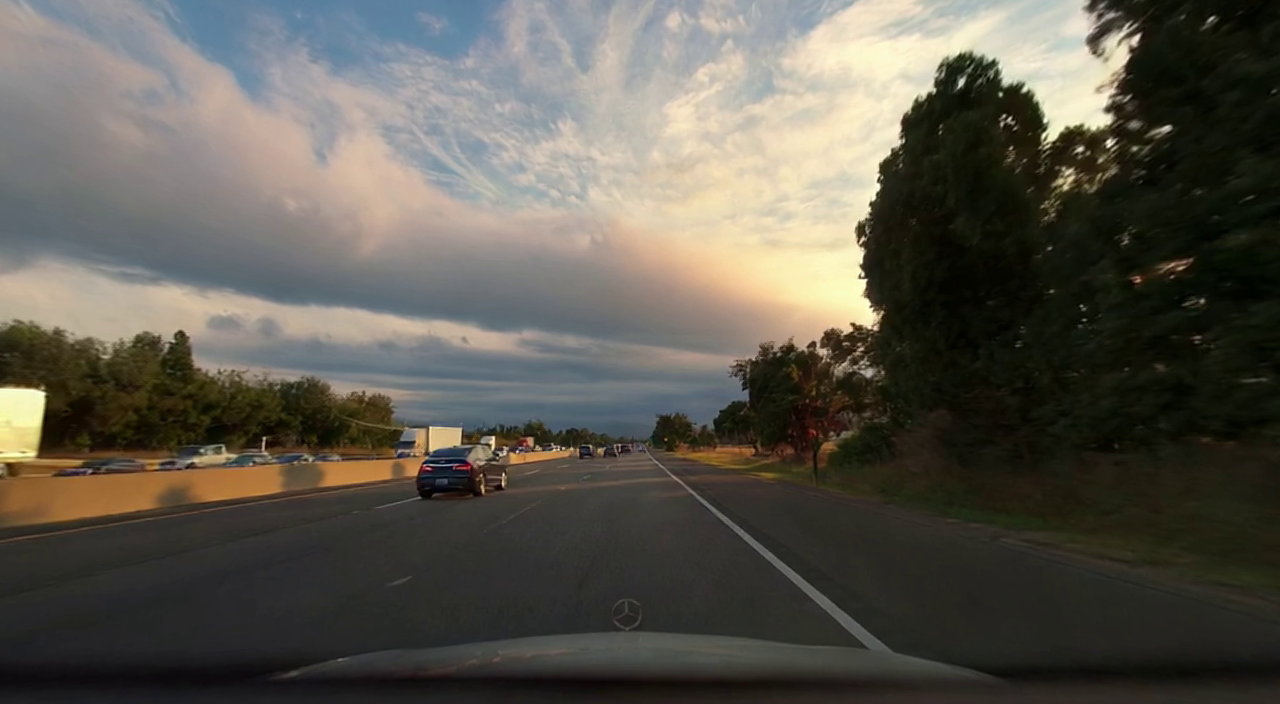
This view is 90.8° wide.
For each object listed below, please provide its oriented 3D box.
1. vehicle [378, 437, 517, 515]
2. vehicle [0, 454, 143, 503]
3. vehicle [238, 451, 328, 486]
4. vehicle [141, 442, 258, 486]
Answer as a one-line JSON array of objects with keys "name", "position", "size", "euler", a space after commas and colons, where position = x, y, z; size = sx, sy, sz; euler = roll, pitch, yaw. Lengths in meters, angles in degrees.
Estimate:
[{"name": "vehicle", "position": [-4.268, 2.807, 14.743], "size": [1.954, 1.541, 4.079], "euler": [0, -9, 0]}, {"name": "vehicle", "position": [-19.643, 4.187, 21.318], "size": [2.014, 1.433, 4.417], "euler": [0, -9, 1]}, {"name": "vehicle", "position": [-16.042, 5.230, 28.590], "size": [1.863, 1.415, 3.759], "euler": [0, -9, 0]}, {"name": "vehicle", "position": [-23.864, 6.068, 34.584], "size": [2.296, 2.194, 5.699], "euler": [0, -9, 0]}]
